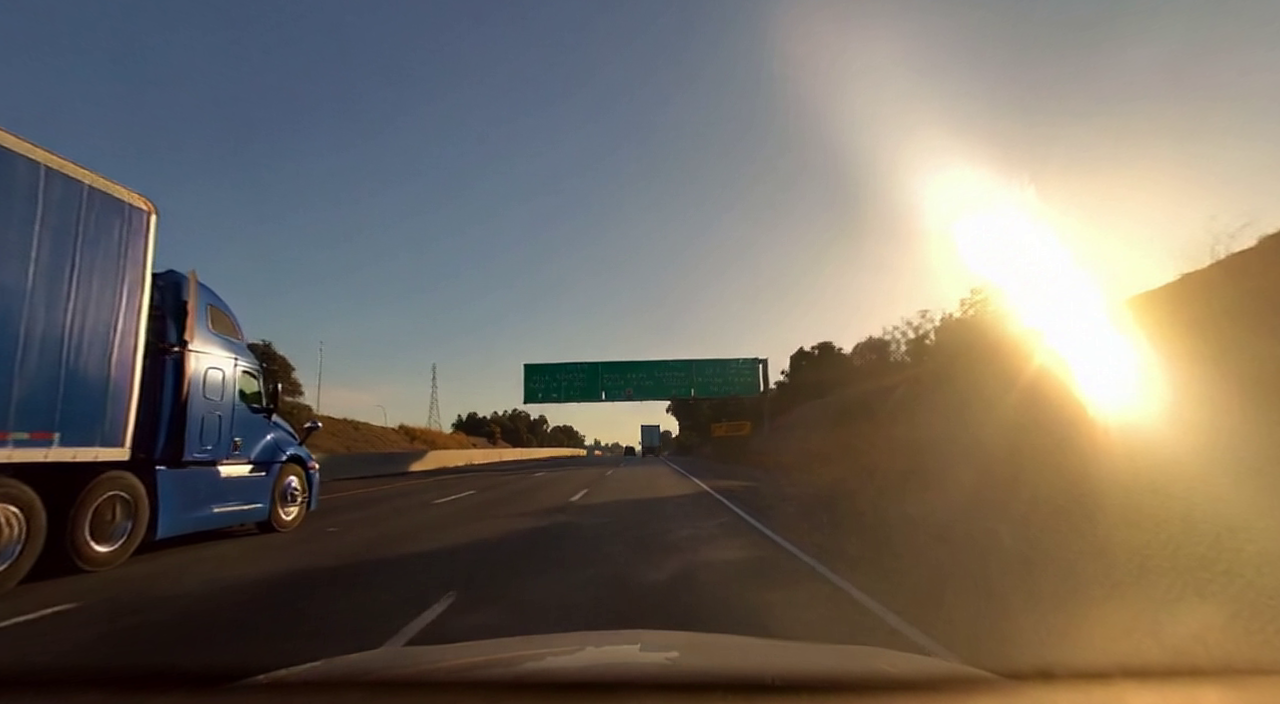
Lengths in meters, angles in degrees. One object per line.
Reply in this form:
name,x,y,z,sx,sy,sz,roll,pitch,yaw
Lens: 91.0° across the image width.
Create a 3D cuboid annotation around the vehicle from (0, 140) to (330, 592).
vehicle,-7.105,0.265,6.537,2.996,3.947,8.600,0,-9,2
